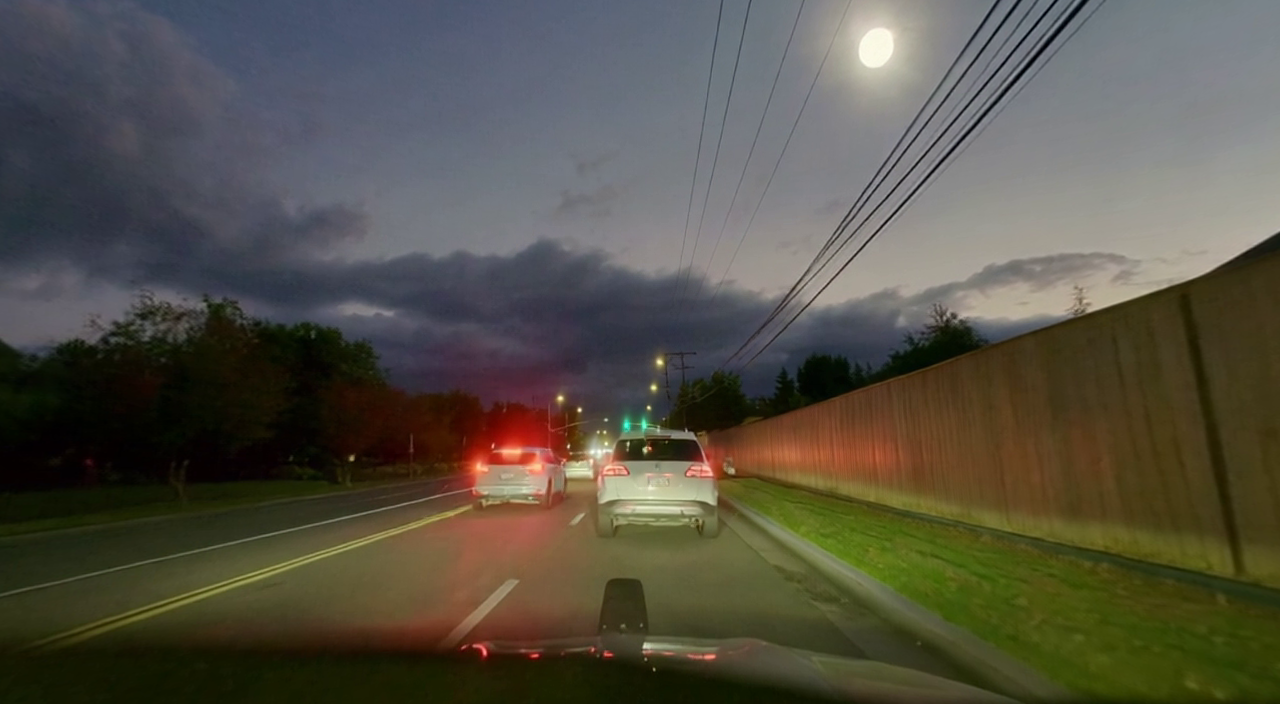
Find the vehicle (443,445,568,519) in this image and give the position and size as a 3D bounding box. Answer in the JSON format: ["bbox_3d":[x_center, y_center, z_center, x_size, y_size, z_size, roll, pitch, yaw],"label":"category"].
[{"bbox_3d":[-2.954,2.939,14.816,1.979,1.489,4.006,0,-9,1],"label":"vehicle"}]

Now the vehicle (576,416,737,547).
[{"bbox_3d":[0.253,2.073,10.683,2.174,1.749,4.113,0,-9,1],"label":"vehicle"}]
